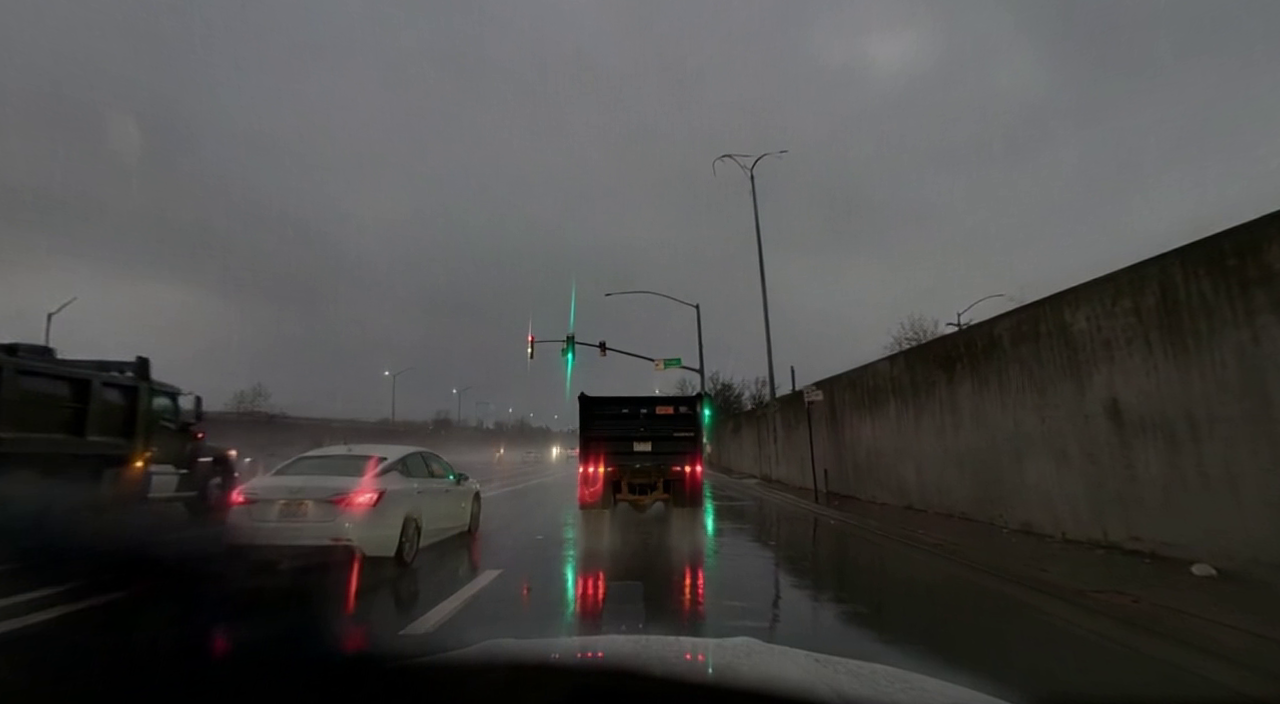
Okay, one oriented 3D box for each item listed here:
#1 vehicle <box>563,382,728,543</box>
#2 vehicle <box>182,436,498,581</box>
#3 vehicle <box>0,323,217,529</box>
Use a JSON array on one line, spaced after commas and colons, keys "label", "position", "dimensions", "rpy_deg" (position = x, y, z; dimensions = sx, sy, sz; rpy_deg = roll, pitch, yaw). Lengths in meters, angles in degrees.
[{"label": "vehicle", "position": [0.094, 1.981, 11.842], "dimensions": [2.355, 2.305, 5.336], "rpy_deg": [0, -8, 1]}, {"label": "vehicle", "position": [-3.683, 2.002, 9.072], "dimensions": [2.019, 1.480, 4.966], "rpy_deg": [-1, -8, 1]}, {"label": "vehicle", "position": [-13.518, 1.602, 13.201], "dimensions": [3.016, 3.847, 8.707], "rpy_deg": [-1, -9, 1]}]
